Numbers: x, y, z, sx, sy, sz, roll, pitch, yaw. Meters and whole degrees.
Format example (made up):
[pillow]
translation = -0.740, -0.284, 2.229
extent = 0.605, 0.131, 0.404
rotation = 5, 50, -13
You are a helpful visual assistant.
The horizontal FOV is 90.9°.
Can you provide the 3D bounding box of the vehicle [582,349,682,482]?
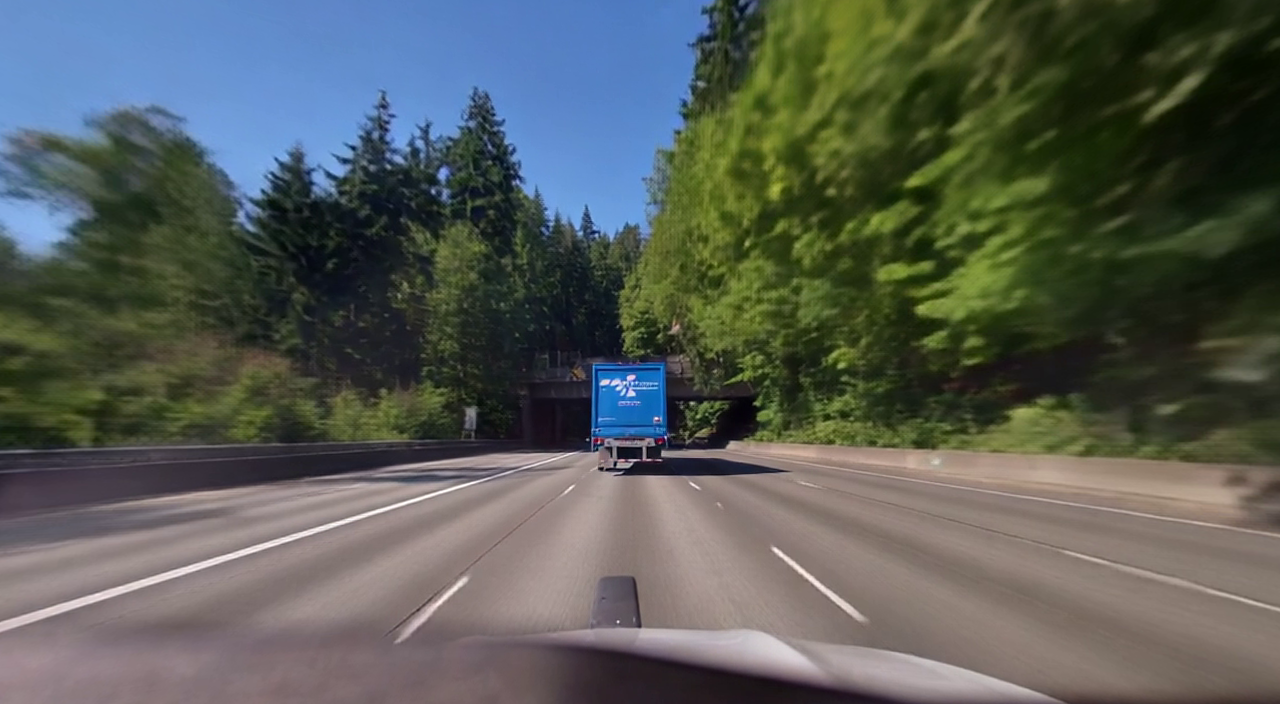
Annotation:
[vehicle]
translation = -0.467, 2.501, 23.545
extent = 2.895, 3.861, 10.213
rotation = 0, -8, -3
